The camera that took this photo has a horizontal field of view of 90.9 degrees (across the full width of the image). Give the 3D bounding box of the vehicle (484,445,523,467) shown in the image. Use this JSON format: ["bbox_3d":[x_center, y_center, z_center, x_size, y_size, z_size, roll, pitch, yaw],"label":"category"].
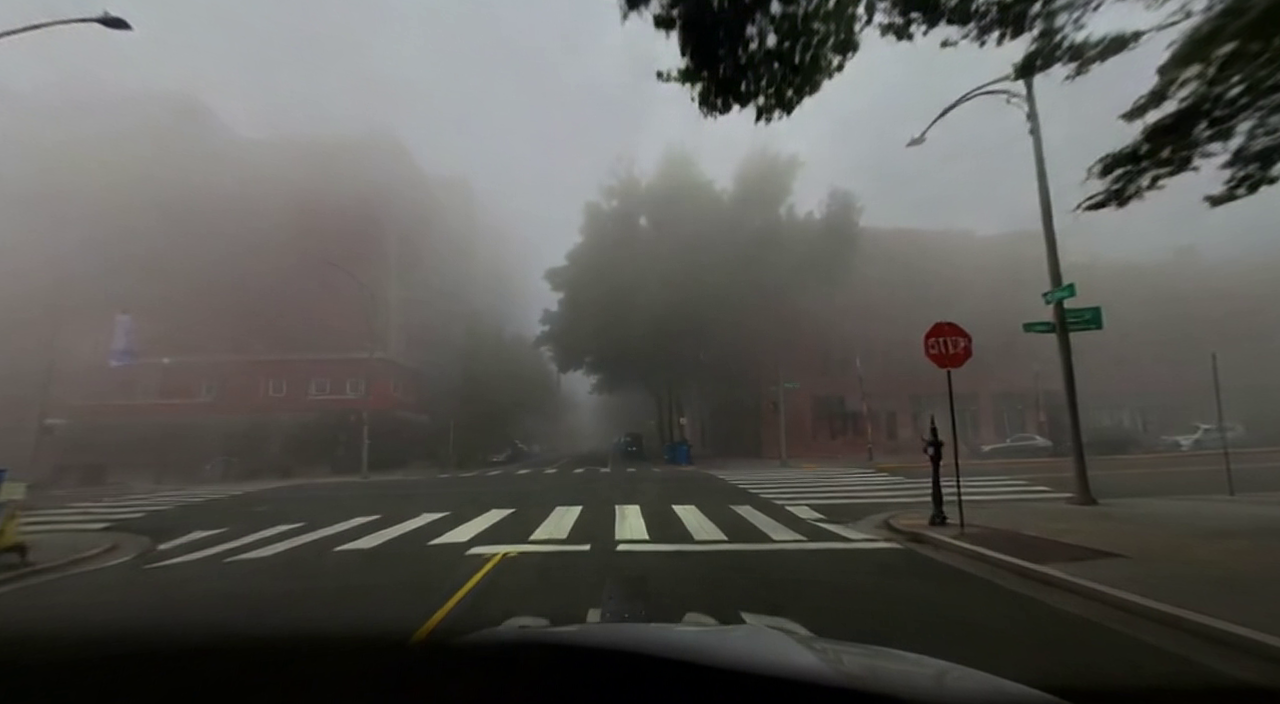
[{"bbox_3d":[-9.964,7.595,46.335,2.033,1.491,4.298,0,-8,-2],"label":"vehicle"}]
